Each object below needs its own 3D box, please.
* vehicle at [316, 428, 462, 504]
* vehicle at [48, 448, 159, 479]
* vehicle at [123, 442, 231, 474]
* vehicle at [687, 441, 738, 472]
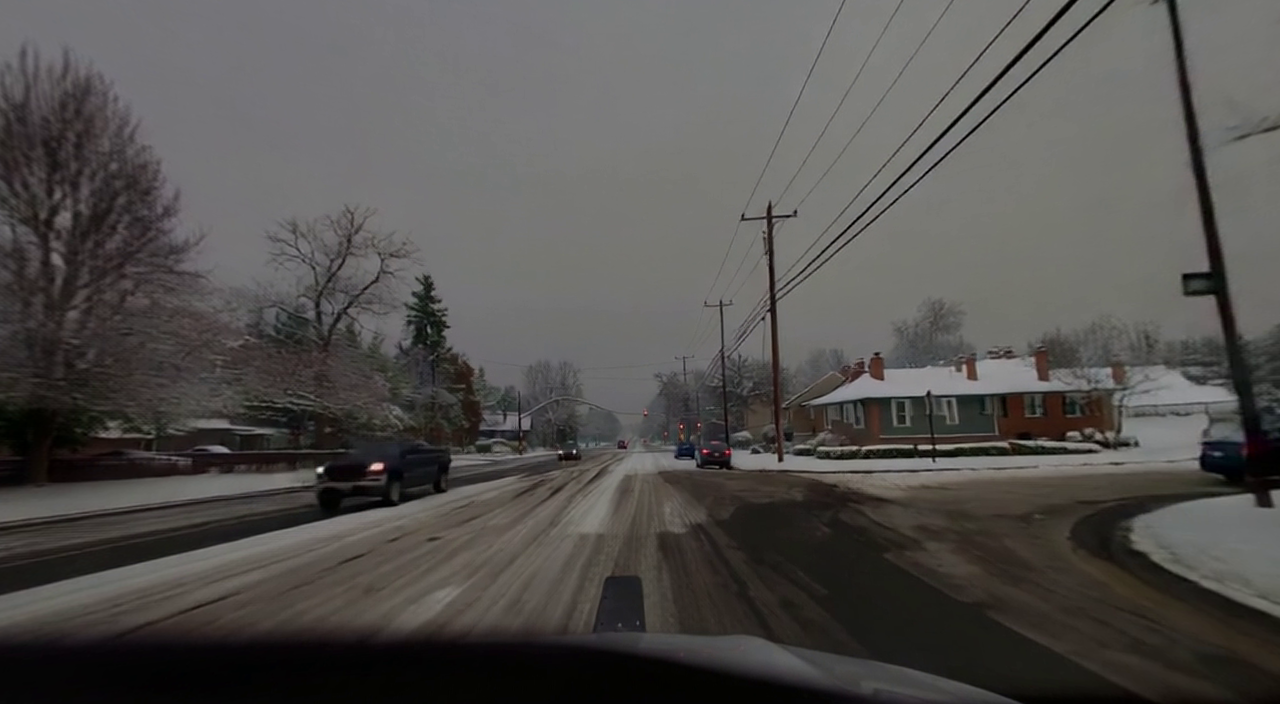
[{"bbox_3d":[-6.750,3.126,17.738,2.092,1.810,4.882,0,-8,0],"label":"vehicle"},{"bbox_3d":[-28.361,5.906,33.535,1.780,1.467,3.992,-2,-10,21],"label":"vehicle"},{"bbox_3d":[-28.589,6.550,39.133,4.750,1.845,2.382,0,-8,-1],"label":"vehicle"},{"bbox_3d":[3.750,5.465,33.318,2.031,1.500,4.590,0,-8,-1],"label":"vehicle"}]
